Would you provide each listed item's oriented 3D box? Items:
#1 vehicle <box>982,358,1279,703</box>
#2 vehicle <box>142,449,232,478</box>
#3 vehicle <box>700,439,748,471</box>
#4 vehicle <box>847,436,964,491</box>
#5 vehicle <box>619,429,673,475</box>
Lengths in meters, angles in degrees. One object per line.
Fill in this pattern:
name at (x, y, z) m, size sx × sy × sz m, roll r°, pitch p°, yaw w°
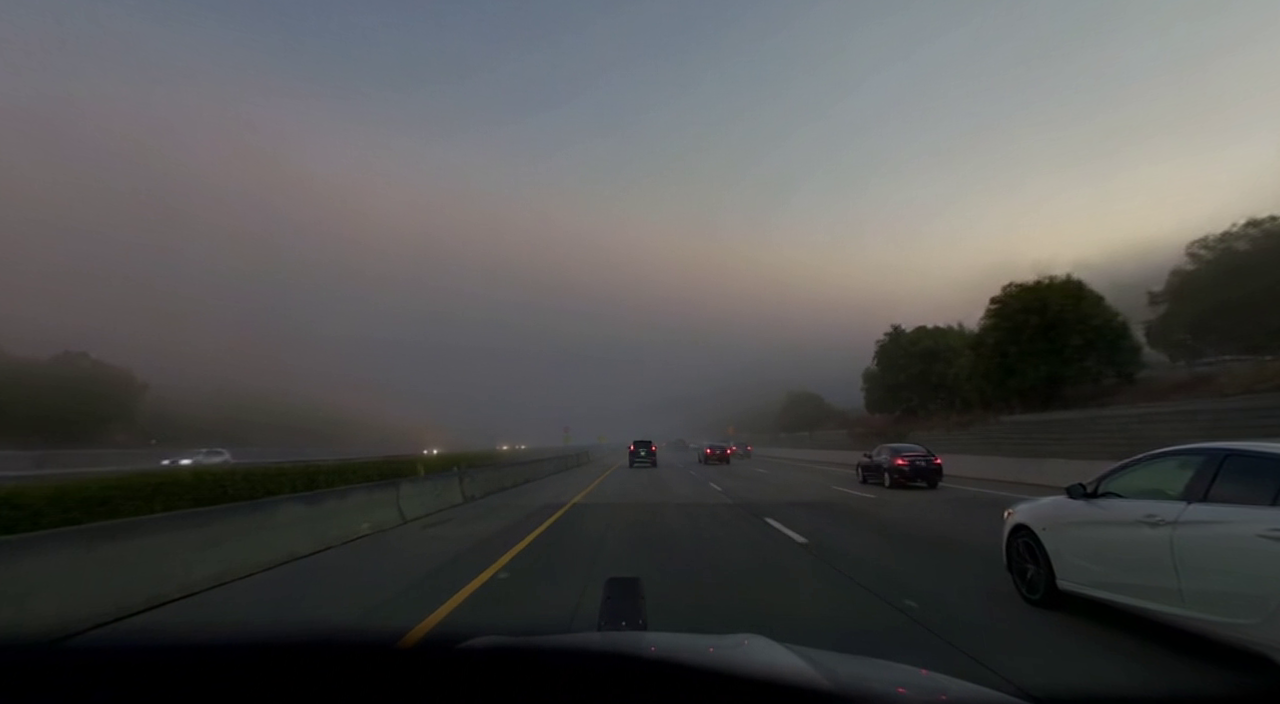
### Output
vehicle at (3.742, 0.876, 2.801) m, size 2.003 × 1.661 × 4.418 m, roll -1°, pitch -8°, yaw 1°
vehicle at (-27.425, 6.735, 38.370) m, size 1.964 × 1.614 × 4.627 m, roll -1°, pitch -8°, yaw 1°
vehicle at (4.201, 5.213, 32.142) m, size 1.825 × 1.487 × 4.034 m, roll 0°, pitch -8°, yaw -1°
vehicle at (8.090, 3.404, 19.676) m, size 1.810 × 1.516 × 4.183 m, roll 0°, pitch -8°, yaw 0°
vehicle at (0.235, 4.400, 27.934) m, size 2.189 × 1.852 × 4.038 m, roll 0°, pitch -8°, yaw 0°
